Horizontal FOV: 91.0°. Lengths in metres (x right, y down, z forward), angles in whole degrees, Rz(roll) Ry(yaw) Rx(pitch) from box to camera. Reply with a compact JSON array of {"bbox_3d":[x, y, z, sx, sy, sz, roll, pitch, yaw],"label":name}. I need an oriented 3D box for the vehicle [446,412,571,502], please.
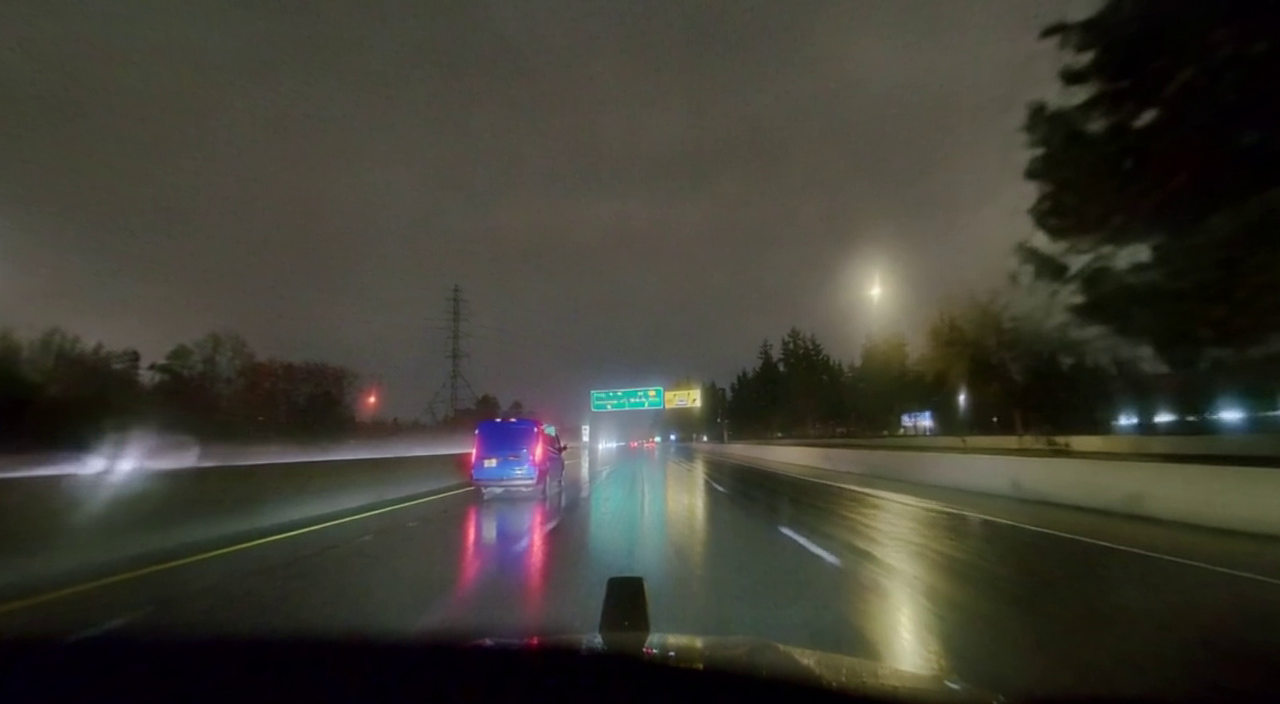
[{"bbox_3d":[-3.227,2.700,16.547,2.281,2.025,4.586,0,-8,0],"label":"vehicle"}]
